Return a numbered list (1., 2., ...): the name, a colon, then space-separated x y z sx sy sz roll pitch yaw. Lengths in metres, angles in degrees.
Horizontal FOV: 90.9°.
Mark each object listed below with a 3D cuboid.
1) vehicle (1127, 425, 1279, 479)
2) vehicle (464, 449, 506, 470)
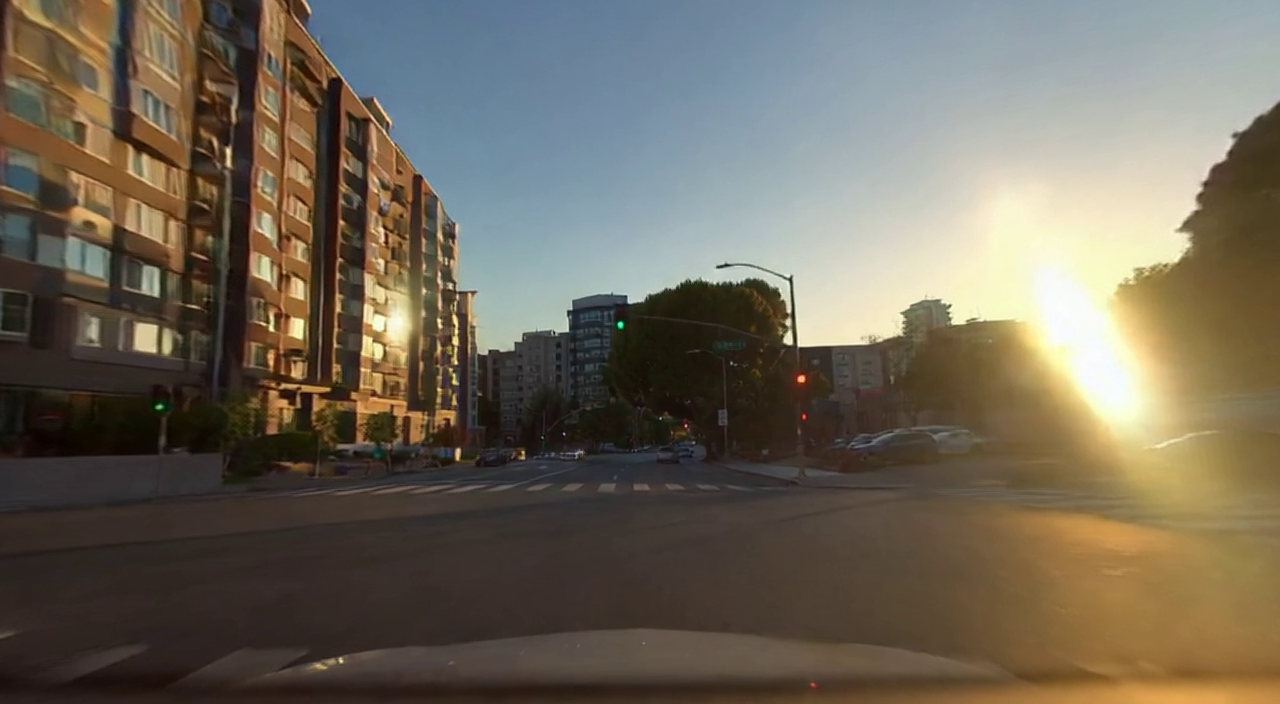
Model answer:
1. vehicle: 18.403 3.186 20.201 4.009 1.620 1.882 0 -8 -3
2. vehicle: -12.183 8.459 49.873 1.965 1.474 4.376 -1 -8 4
